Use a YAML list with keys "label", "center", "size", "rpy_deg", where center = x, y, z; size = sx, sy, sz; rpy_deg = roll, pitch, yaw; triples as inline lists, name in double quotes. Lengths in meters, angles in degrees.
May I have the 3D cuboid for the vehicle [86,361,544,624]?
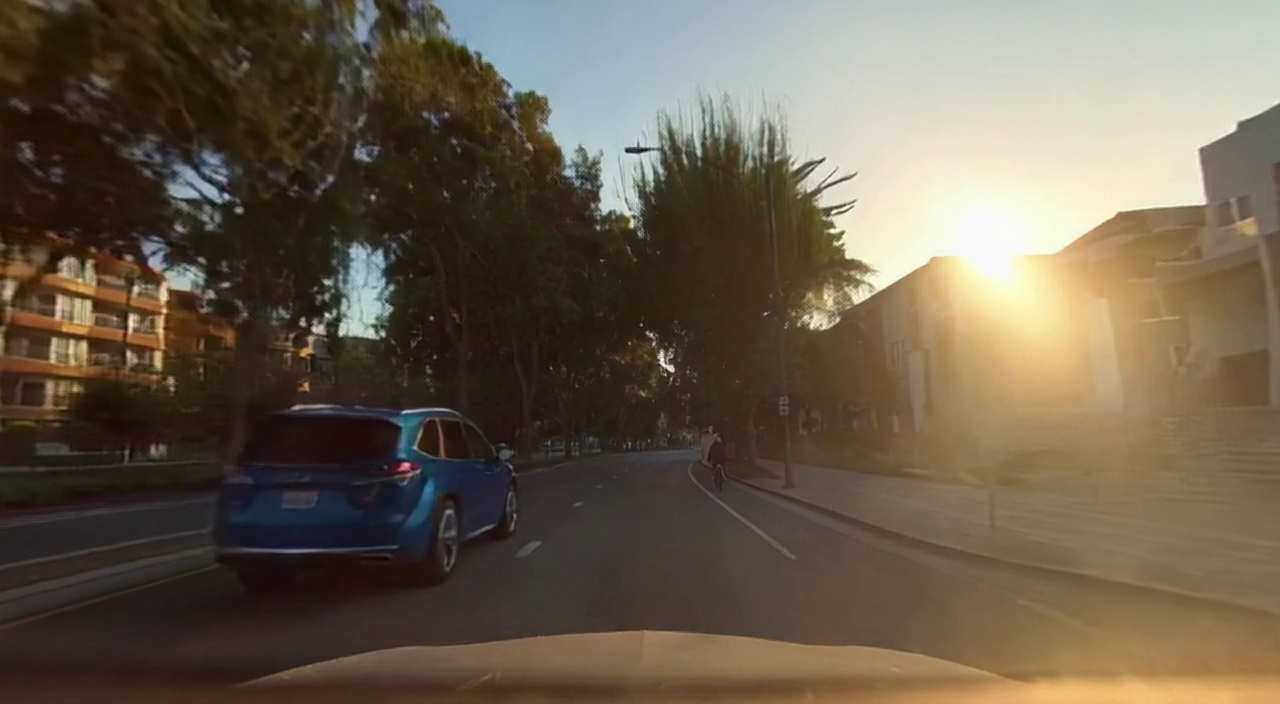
- label: "vehicle"
  center: [-2.718, 1.377, 7.123]
  size: [2.294, 1.859, 5.127]
  rpy_deg: [-1, -9, 2]
